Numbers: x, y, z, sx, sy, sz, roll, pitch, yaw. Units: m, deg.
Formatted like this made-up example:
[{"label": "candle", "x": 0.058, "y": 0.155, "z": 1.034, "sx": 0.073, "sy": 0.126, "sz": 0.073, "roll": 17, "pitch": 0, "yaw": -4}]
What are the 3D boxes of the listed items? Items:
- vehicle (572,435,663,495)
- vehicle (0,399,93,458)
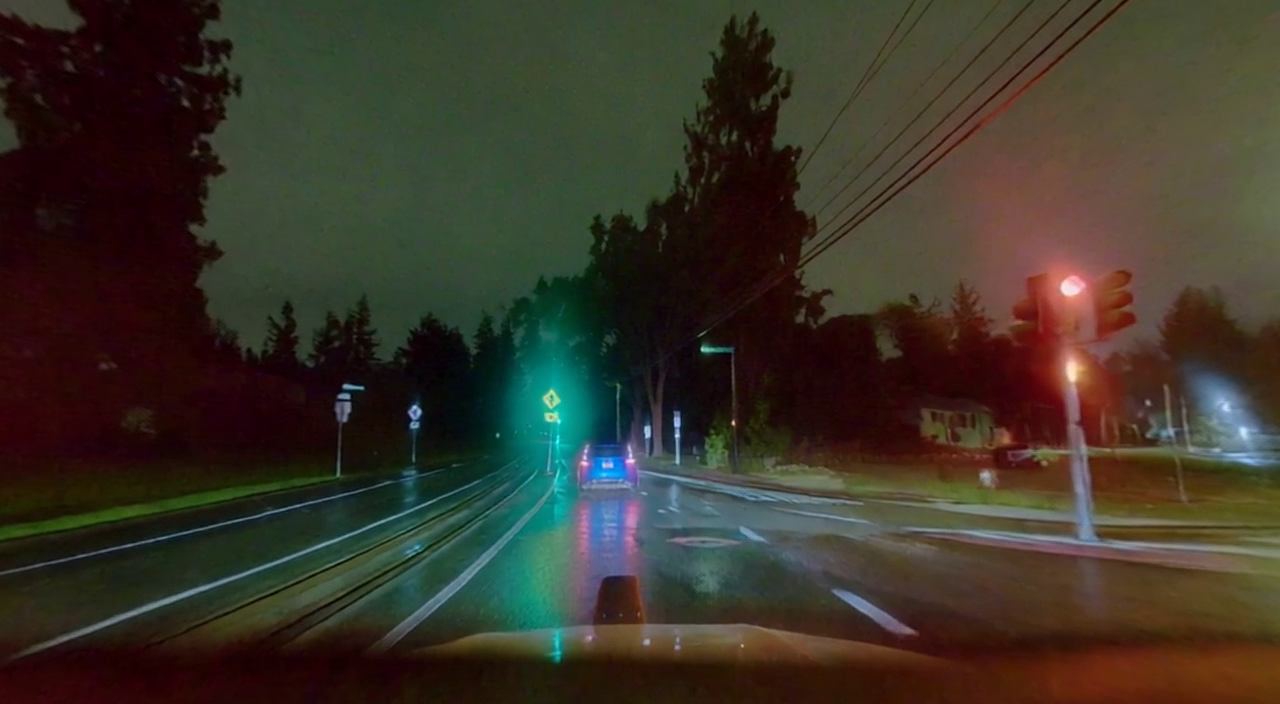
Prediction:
[{"label": "vehicle", "x": -0.761, "y": 3.180, "z": 18.175, "sx": 2.295, "sy": 1.510, "sz": 4.364, "roll": 1, "pitch": -8, "yaw": -5}, {"label": "vehicle", "x": -32.146, "y": 4.076, "z": 33.039, "sx": 2.983, "sy": 2.816, "sz": 7.042, "roll": 3, "pitch": -9, "yaw": -21}]
